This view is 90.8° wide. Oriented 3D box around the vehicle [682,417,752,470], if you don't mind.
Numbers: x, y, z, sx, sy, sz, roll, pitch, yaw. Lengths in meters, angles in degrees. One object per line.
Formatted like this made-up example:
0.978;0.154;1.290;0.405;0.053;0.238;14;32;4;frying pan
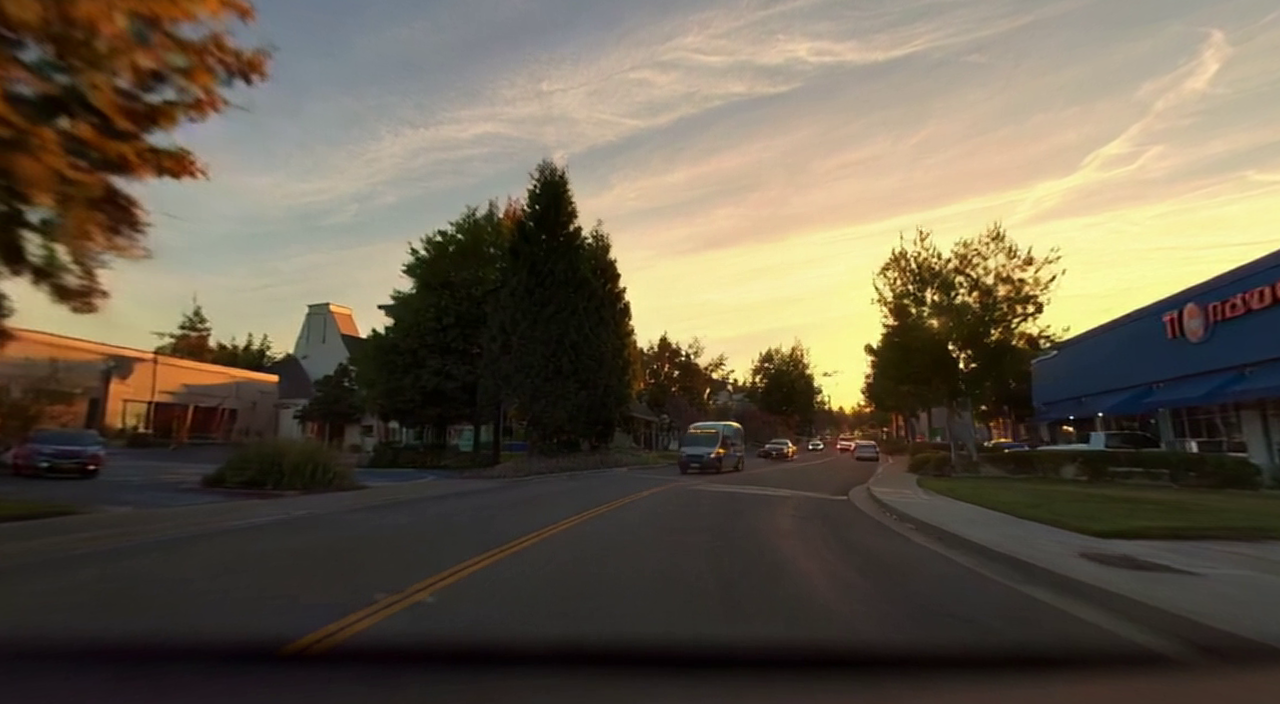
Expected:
4.710;5.460;37.500;2.674;2.815;6.582;-3;-9;19;vehicle

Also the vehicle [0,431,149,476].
-23.046;4.098;25.624;4.410;1.689;1.974;2;-9;-17;vehicle

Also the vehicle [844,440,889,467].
15.808;7.089;44.334;2.292;1.767;5.128;-2;-9;13;vehicle
